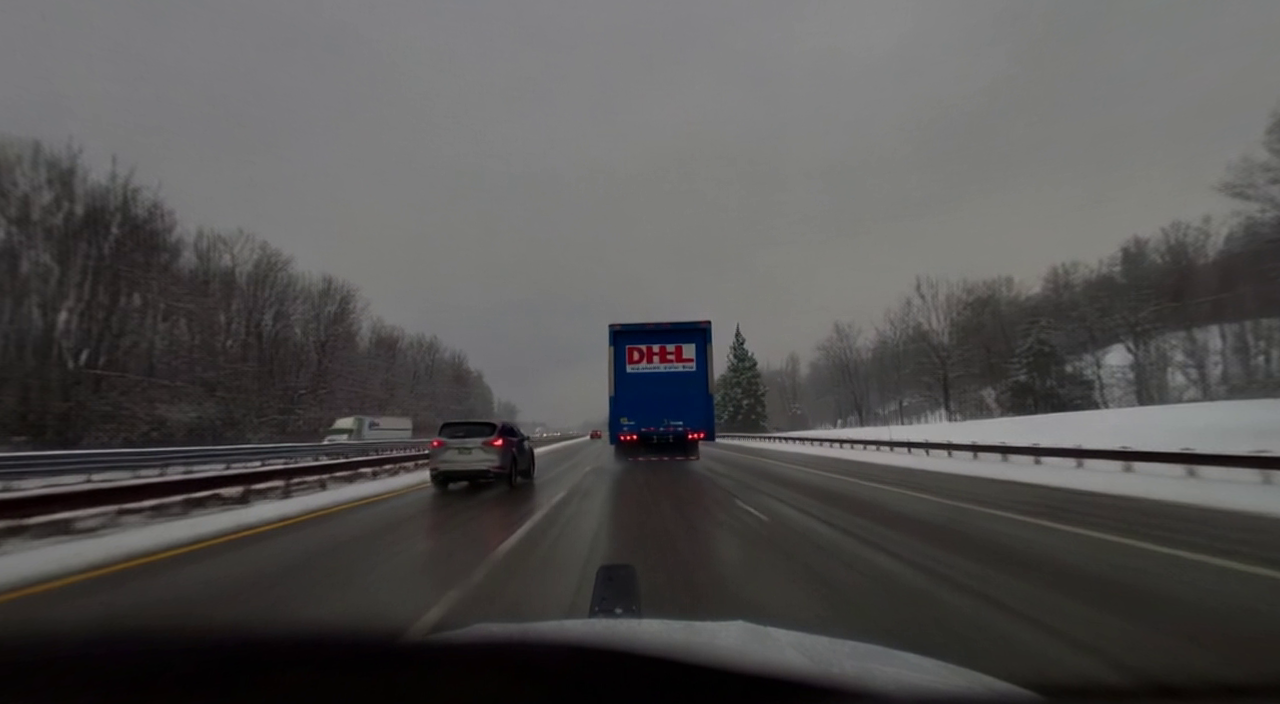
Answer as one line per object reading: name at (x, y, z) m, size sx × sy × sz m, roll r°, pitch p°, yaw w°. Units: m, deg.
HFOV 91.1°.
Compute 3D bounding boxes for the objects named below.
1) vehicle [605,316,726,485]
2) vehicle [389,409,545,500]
vehicle at (0.464, 1.775, 20.230) m, size 3.011 × 4.211 × 8.926 m, roll 0°, pitch -8°, yaw -2°
vehicle at (-3.827, 2.382, 15.123) m, size 2.394 × 1.787 × 5.186 m, roll 0°, pitch -8°, yaw -1°
